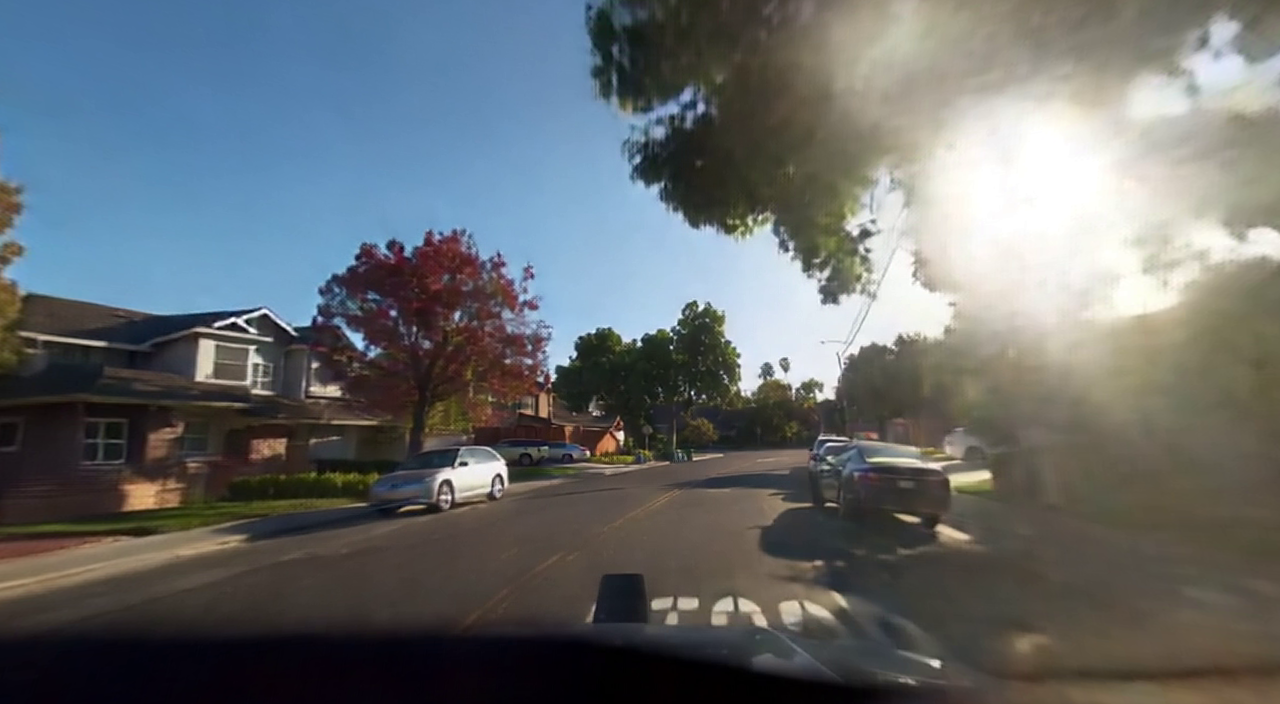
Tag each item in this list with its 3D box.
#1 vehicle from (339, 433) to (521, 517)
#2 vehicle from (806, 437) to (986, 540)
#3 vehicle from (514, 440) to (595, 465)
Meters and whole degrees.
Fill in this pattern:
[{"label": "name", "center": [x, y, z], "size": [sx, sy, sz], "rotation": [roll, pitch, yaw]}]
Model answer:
[{"label": "vehicle", "center": [-4.831, 2.903, 15.505], "size": [2.030, 1.696, 4.828], "rotation": [-2, -9, 12]}, {"label": "vehicle", "center": [4.416, 2.385, 11.848], "size": [2.045, 1.478, 4.914], "rotation": [-2, -9, 9]}, {"label": "vehicle", "center": [-5.261, 6.198, 39.027], "size": [4.455, 1.419, 2.017], "rotation": [-3, -9, 17]}]
